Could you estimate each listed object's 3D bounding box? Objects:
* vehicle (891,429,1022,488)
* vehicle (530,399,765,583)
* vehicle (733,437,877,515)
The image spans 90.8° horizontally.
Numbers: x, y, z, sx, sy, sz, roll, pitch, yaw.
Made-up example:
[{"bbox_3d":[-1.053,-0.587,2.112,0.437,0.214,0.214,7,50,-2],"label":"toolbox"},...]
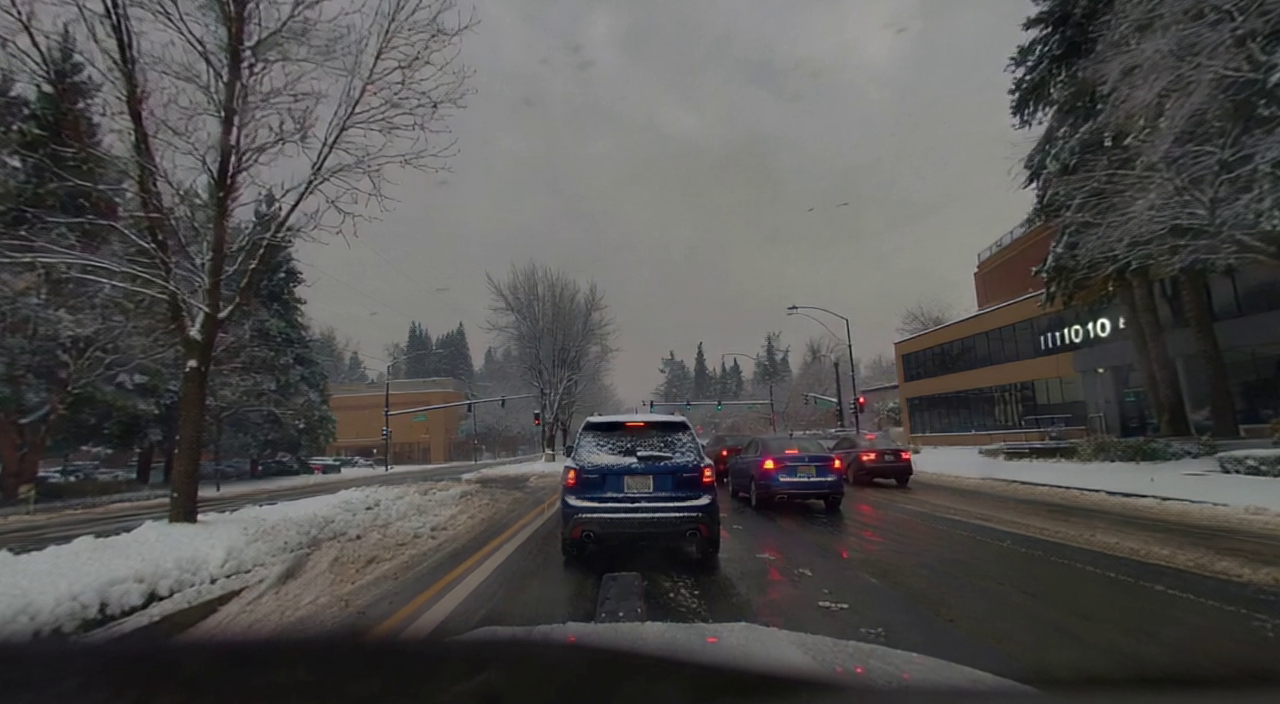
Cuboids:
[{"bbox_3d":[10.858,3.693,22.124,2.123,1.812,4.553,0,-9,-1],"label":"vehicle"},{"bbox_3d":[0.065,1.654,8.257,2.266,1.762,4.131,0,-9,0],"label":"vehicle"},{"bbox_3d":[3.494,2.712,14.357,1.997,1.471,4.321,0,-9,-1],"label":"vehicle"}]
